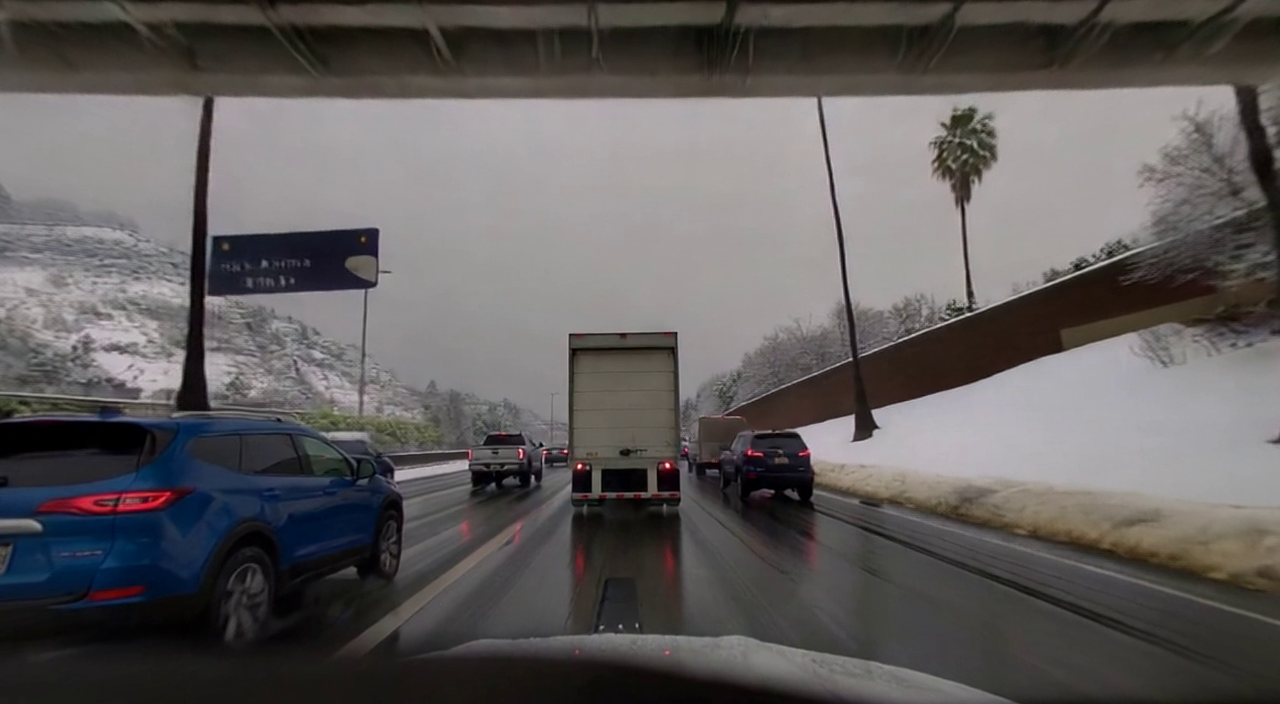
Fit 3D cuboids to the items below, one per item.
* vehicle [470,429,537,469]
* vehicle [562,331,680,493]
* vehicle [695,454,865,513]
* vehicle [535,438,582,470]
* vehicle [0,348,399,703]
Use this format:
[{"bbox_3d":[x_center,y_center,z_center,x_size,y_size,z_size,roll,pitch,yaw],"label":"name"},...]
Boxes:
[{"bbox_3d":[-7.290,5.250,34.357,2.344,1.954,5.579,0,-9,0],"label":"vehicle"},{"bbox_3d":[-0.446,2.274,21.152,2.906,4.040,10.743,0,-9,0],"label":"vehicle"},{"bbox_3d":[2.942,2.974,14.943,2.635,1.036,5.568,0,-9,-2],"label":"vehicle"},{"bbox_3d":[-4.026,5.094,31.728,1.874,1.475,4.328,0,-9,-1],"label":"vehicle"},{"bbox_3d":[-3.213,1.074,3.845,1.885,1.654,4.103,0,-9,-1],"label":"vehicle"}]
